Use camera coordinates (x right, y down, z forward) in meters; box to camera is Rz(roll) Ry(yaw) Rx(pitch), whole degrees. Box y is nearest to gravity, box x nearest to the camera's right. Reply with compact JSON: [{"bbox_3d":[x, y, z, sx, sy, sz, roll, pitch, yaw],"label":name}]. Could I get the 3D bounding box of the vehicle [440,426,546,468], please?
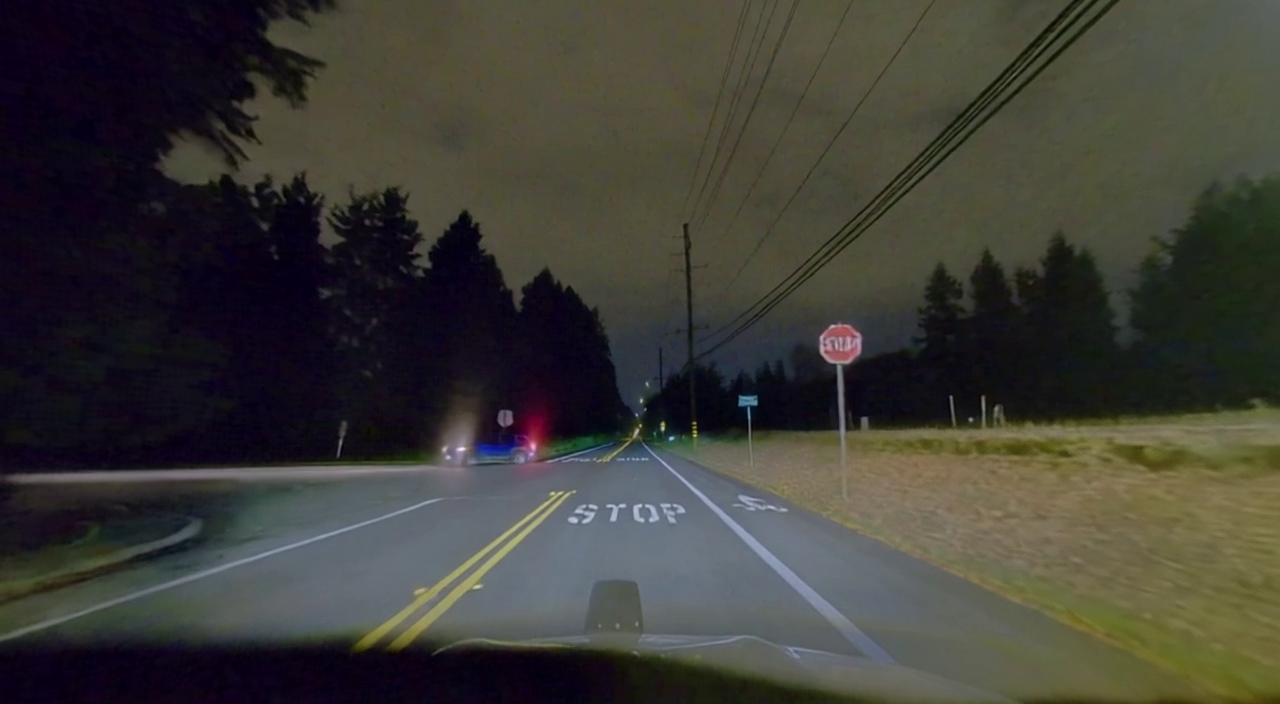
[{"bbox_3d":[-7.526,4.921,32.781,2.348,1.973,5.020,-6,-10,35],"label":"vehicle"}]
